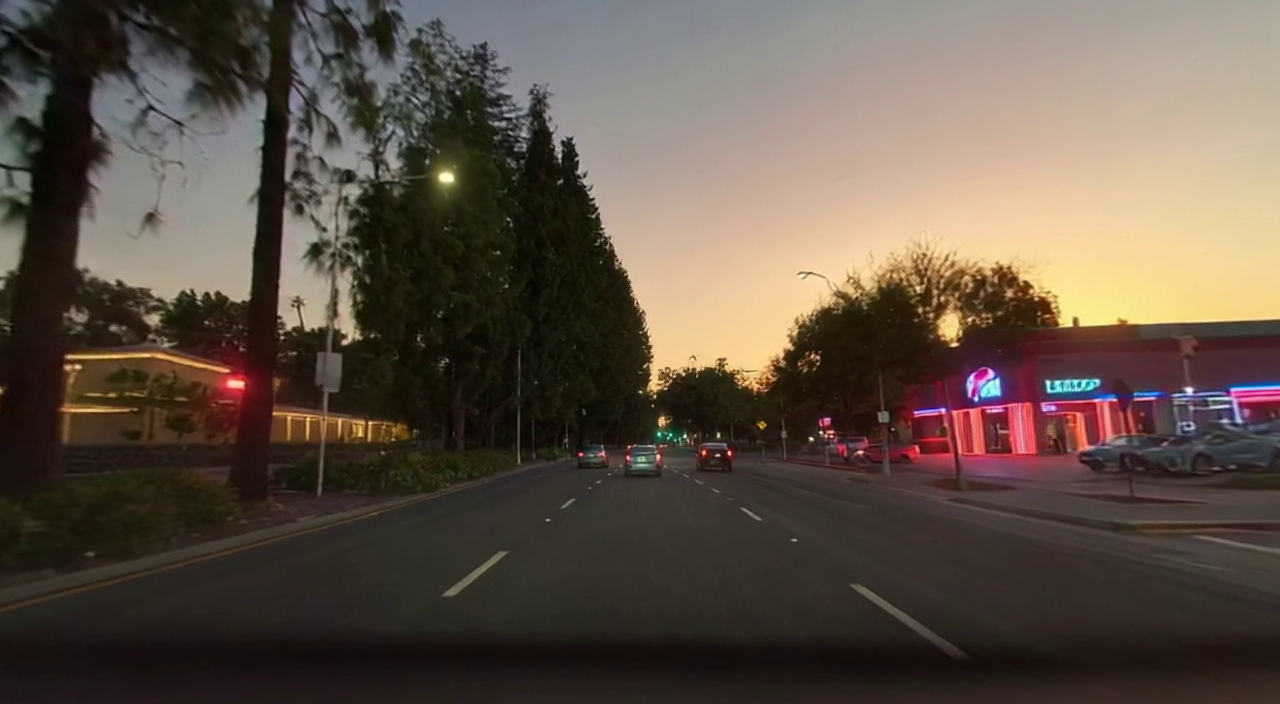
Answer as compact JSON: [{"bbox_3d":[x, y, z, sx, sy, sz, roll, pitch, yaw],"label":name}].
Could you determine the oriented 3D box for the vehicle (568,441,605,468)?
[{"bbox_3d":[-3.336,6.503,40.218,1.995,1.607,4.086,0,-8,0],"label":"vehicle"}]

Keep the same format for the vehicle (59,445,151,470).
[{"bbox_3d":[-36.296,7.167,42.835,4.357,1.591,1.981,0,-9,-2],"label":"vehicle"}]

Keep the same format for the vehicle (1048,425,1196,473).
[{"bbox_3d":[18.403,3.742,24.428,1.927,1.674,4.638,0,-8,-2],"label":"vehicle"}]

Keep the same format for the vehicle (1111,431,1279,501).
[{"bbox_3d":[14.909,2.846,16.215,2.099,1.526,4.555,-1,-8,1],"label":"vehicle"}]

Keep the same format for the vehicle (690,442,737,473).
[{"bbox_3d":[3.756,5.462,32.935,2.012,1.462,4.400,0,-8,1],"label":"vehicle"}]

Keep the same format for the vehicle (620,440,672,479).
[{"bbox_3d":[0.219,4.556,26.967,2.059,1.477,4.216,0,-8,0],"label":"vehicle"}]

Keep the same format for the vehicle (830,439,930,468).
[{"bbox_3d":[12.696,5.392,33.633,4.622,1.469,1.934,-2,-9,8],"label":"vehicle"}]
